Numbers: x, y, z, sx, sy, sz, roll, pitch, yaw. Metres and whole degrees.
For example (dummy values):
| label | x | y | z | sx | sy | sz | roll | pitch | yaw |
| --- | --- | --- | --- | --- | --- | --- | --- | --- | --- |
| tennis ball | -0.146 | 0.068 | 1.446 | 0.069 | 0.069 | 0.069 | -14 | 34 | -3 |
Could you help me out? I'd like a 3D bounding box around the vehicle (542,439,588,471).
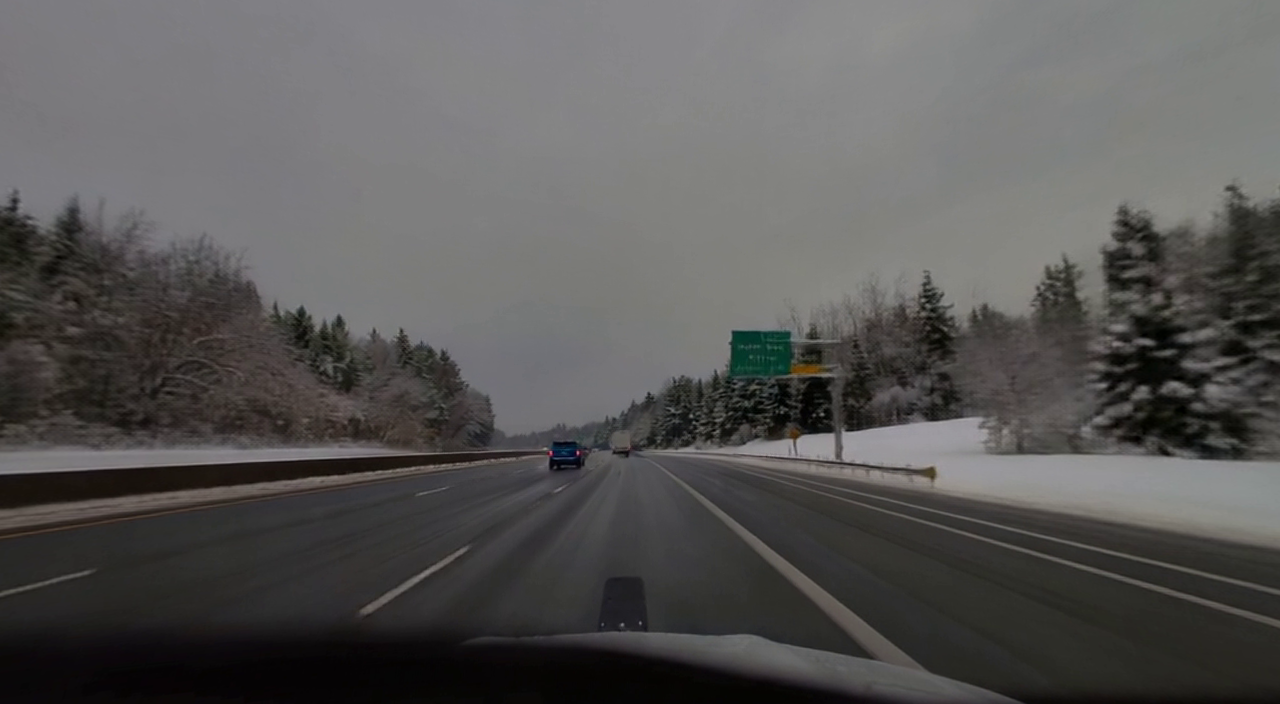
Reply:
| label | x | y | z | sx | sy | sz | roll | pitch | yaw |
| --- | --- | --- | --- | --- | --- | --- | --- | --- | --- |
| vehicle | -4.249 | 5.924 | 36.586 | 2.162 | 1.724 | 4.537 | 0 | -8 | -1 |
